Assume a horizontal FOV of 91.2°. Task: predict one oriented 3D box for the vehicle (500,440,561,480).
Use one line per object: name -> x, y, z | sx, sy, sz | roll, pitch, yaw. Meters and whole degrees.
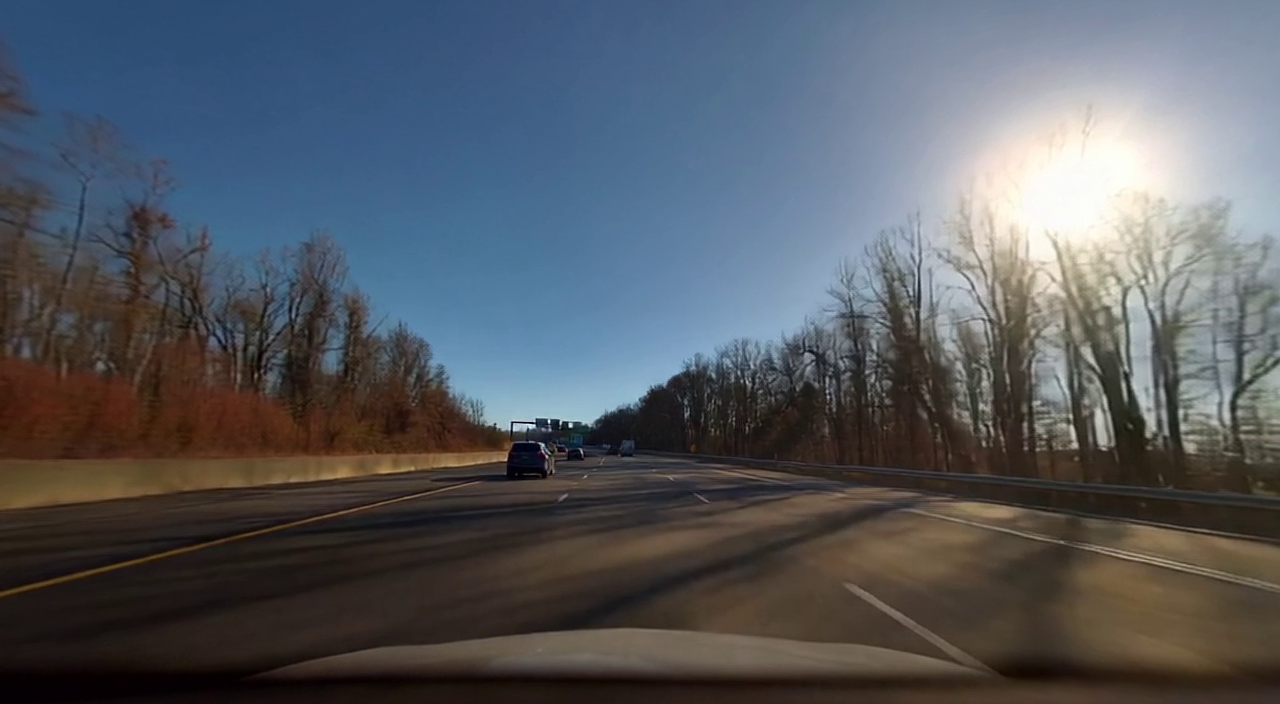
vehicle -> -5.057, 5.037, 29.546 | 2.151, 1.693, 4.201 | 0, -9, -1
